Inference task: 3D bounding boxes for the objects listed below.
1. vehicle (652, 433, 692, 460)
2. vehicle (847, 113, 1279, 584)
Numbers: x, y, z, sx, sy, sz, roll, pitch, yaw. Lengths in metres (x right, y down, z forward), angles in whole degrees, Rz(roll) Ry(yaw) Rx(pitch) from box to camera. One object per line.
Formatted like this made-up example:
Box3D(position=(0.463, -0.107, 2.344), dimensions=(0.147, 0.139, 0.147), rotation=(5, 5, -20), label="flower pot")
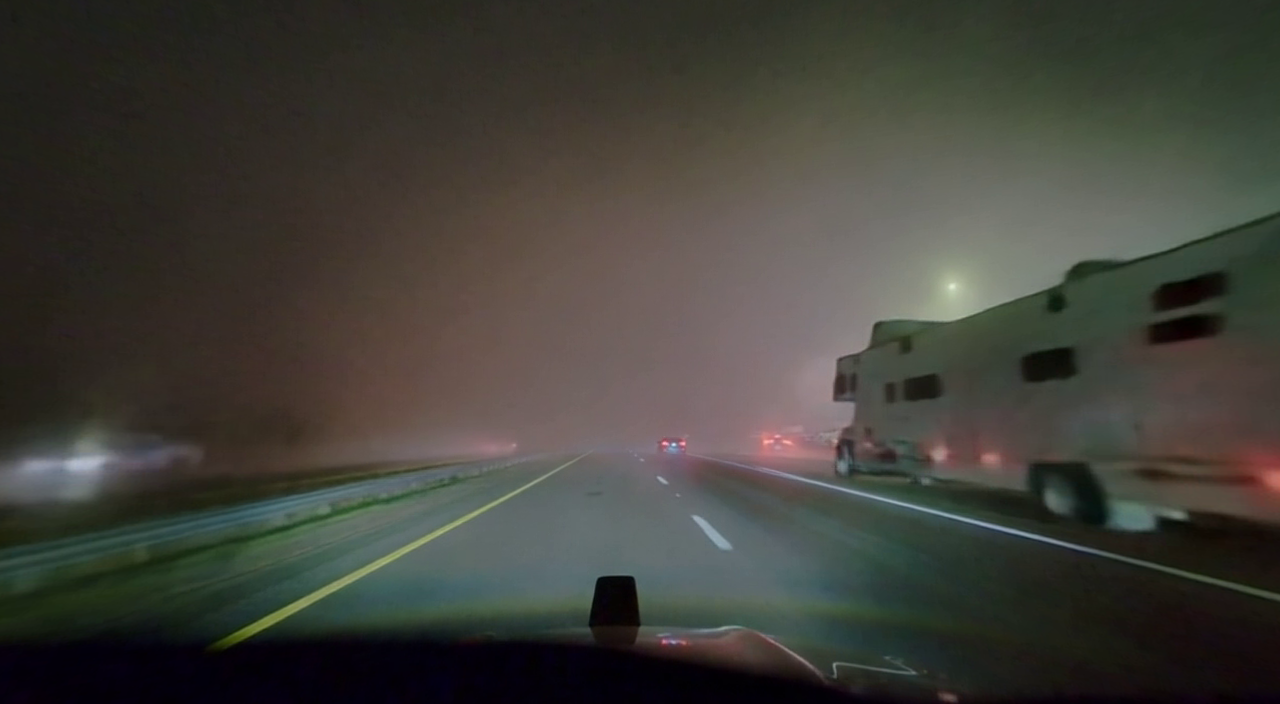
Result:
Box3D(position=(1.818, 5.575, 37.266), dimensions=(2.037, 1.504, 4.248), rotation=(0, -8, -2), label="vehicle")
Box3D(position=(7.126, 0.556, 9.910), dimensions=(2.937, 4.119, 14.096), rotation=(0, -8, 0), label="vehicle")
